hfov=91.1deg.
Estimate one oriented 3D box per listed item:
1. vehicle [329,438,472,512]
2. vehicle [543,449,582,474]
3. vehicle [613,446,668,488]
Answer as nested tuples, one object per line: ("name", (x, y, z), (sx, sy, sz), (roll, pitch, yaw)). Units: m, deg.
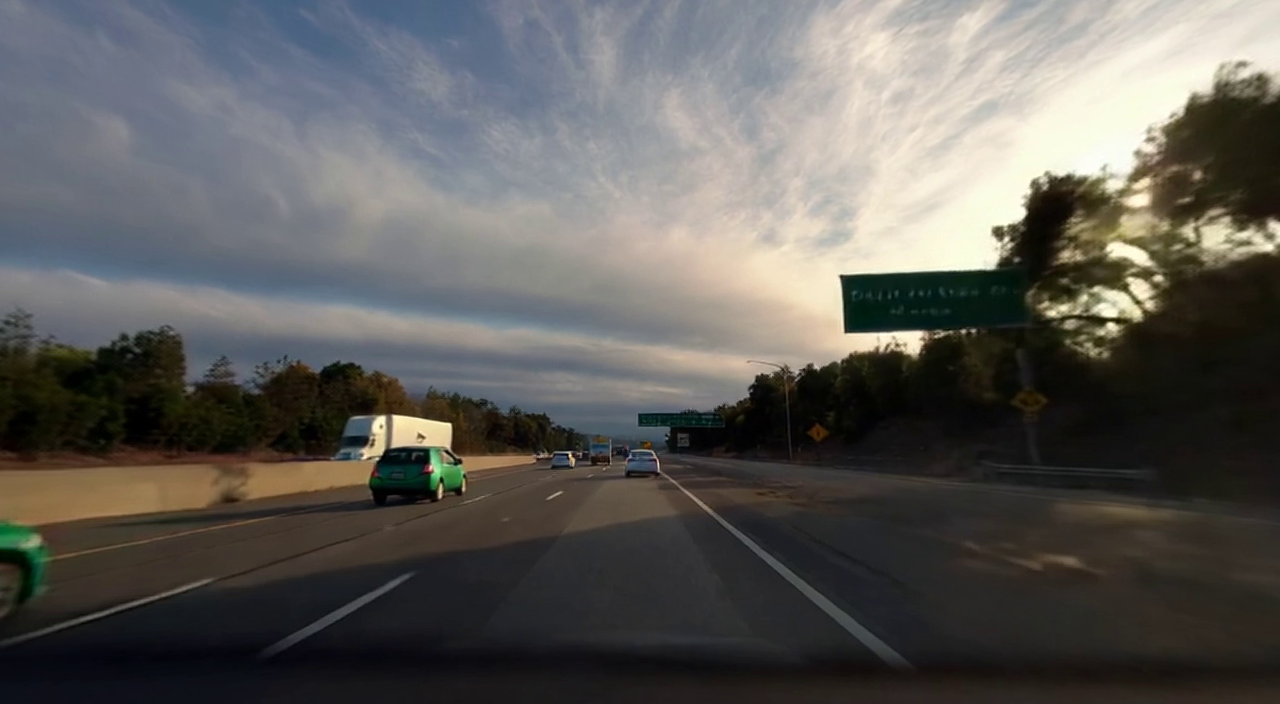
("vehicle", (-5.973, 3.107, 16.320), (2.058, 1.626, 4.118), (0, -9, 0))
("vehicle", (-4.846, 6.915, 39.935), (1.892, 1.481, 4.180), (0, -9, 1))
("vehicle", (0.000, 4.389, 24.224), (1.940, 1.451, 3.512), (0, -9, -1))
